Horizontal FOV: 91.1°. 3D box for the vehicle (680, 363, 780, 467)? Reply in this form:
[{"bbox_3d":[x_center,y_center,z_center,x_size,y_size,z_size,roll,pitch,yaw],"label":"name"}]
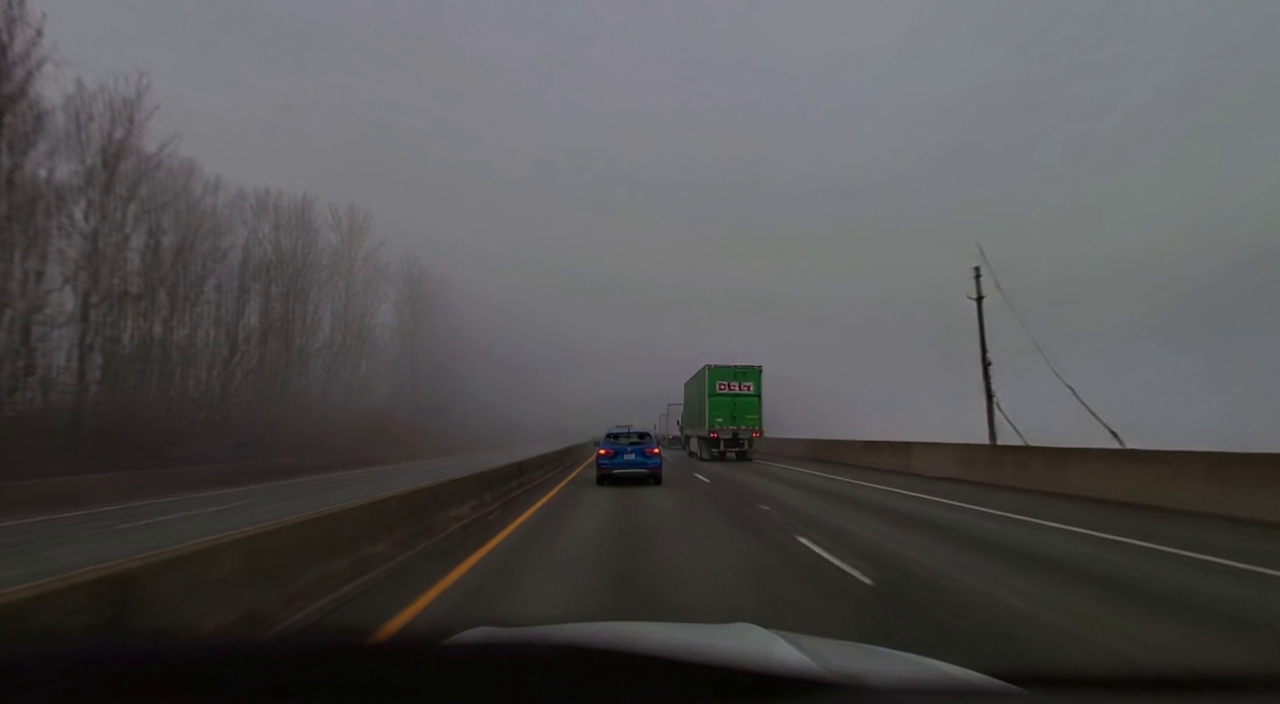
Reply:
[{"bbox_3d":[3.640,2.963,28.027,2.835,3.872,8.916,0,-8,-2],"label":"vehicle"}]

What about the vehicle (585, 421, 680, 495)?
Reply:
[{"bbox_3d":[-0.223,2.570,15.616,2.062,1.581,3.914,0,-8,-2],"label":"vehicle"}]
